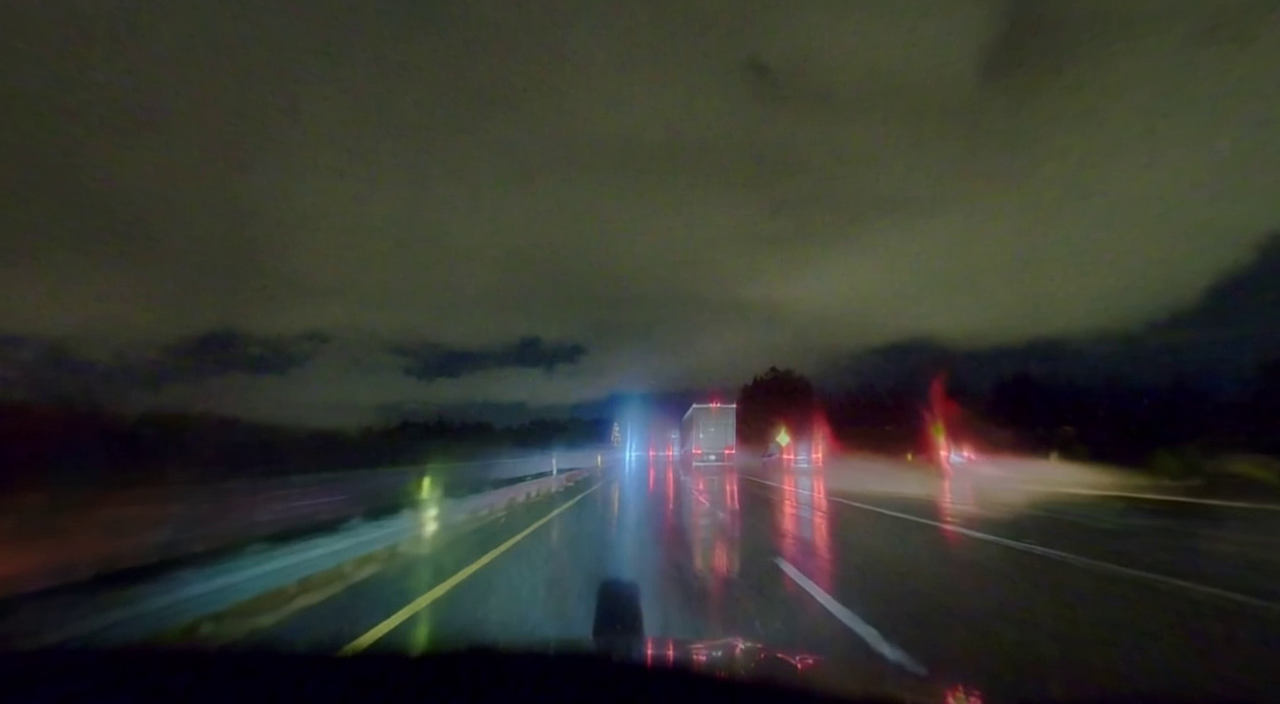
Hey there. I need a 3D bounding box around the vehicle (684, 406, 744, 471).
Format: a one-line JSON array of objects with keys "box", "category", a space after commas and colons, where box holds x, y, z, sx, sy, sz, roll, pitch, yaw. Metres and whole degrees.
[{"box": [5.053, 6.324, 45.522, 2.965, 4.028, 12.529, 0, -9, 1], "category": "vehicle"}]
